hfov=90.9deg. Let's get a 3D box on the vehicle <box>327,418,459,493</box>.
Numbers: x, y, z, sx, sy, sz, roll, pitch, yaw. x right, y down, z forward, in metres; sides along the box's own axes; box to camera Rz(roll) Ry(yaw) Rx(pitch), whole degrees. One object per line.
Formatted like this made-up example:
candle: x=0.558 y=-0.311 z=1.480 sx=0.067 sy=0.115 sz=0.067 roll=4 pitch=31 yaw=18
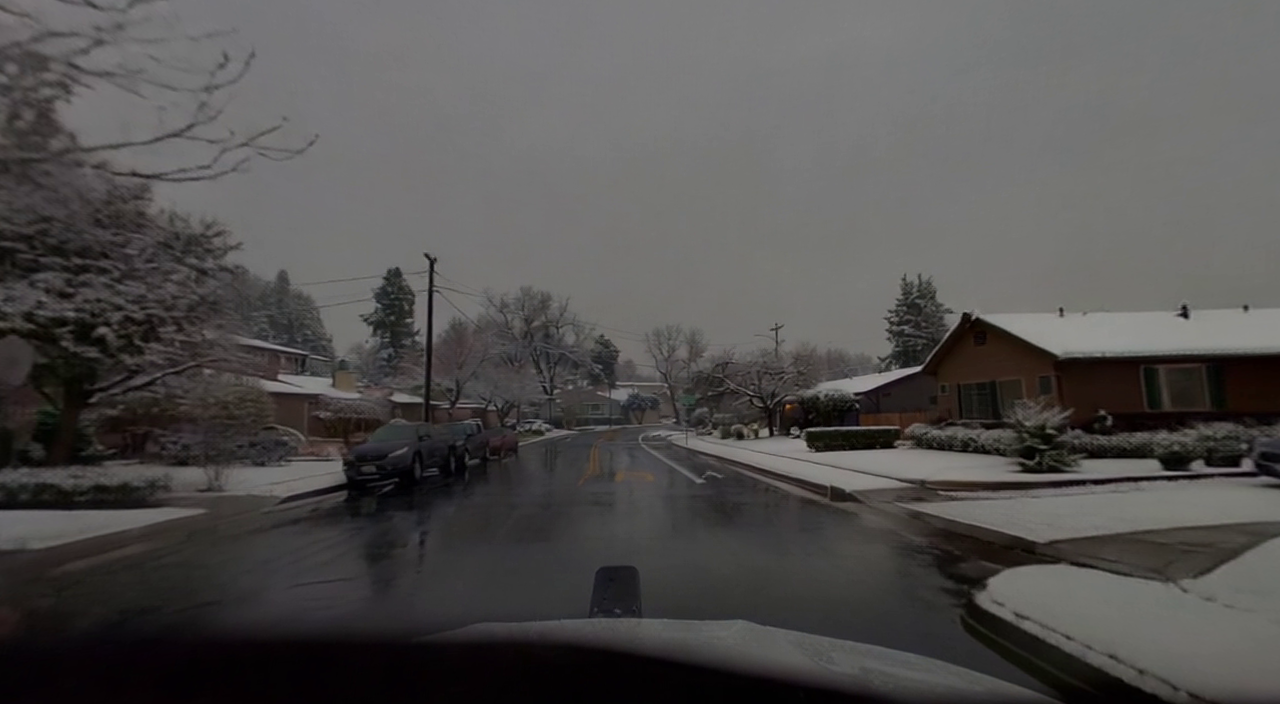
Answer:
vehicle: x=-6.549 y=2.776 z=17.310 sx=2.147 sy=1.780 sz=4.165 roll=0 pitch=-8 yaw=-4
